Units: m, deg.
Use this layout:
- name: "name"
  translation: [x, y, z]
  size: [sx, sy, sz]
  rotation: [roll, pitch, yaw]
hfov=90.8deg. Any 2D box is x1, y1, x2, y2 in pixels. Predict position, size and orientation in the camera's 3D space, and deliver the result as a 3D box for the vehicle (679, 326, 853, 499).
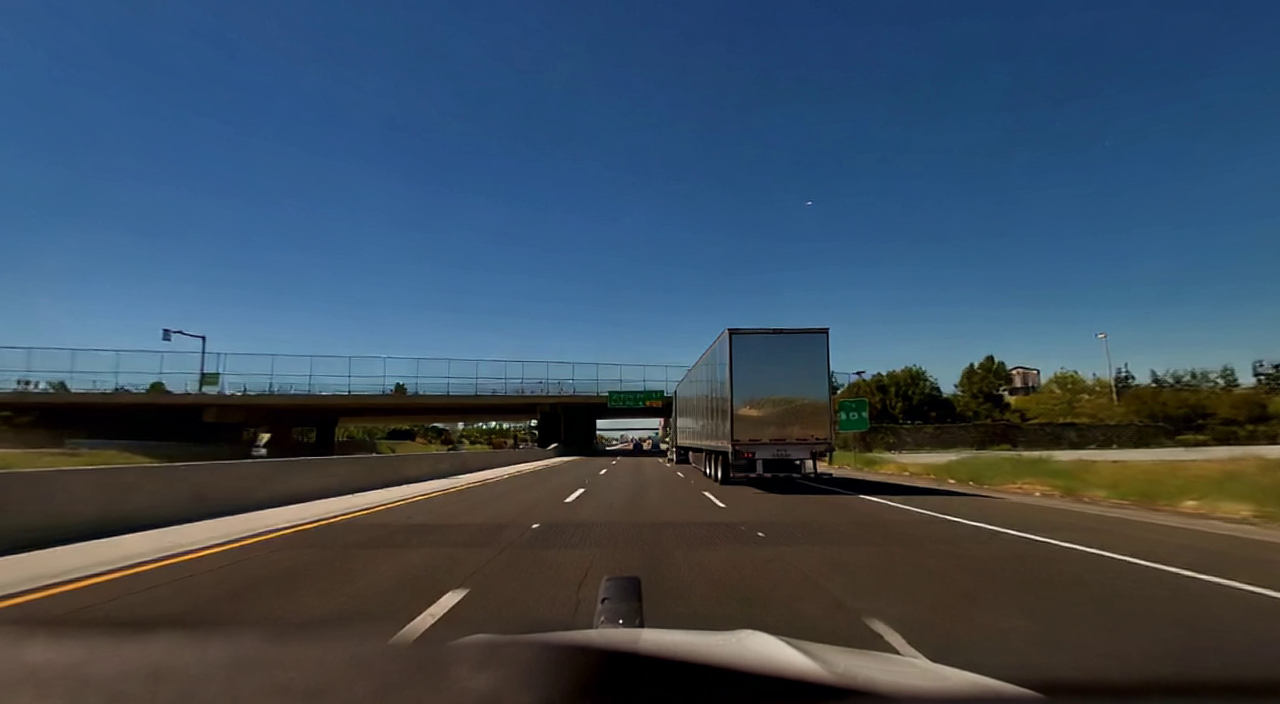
- name: "vehicle"
  translation: [3.492, 2.666, 23.327]
  size: [2.743, 4.160, 16.408]
  rotation: [0, -9, -1]
